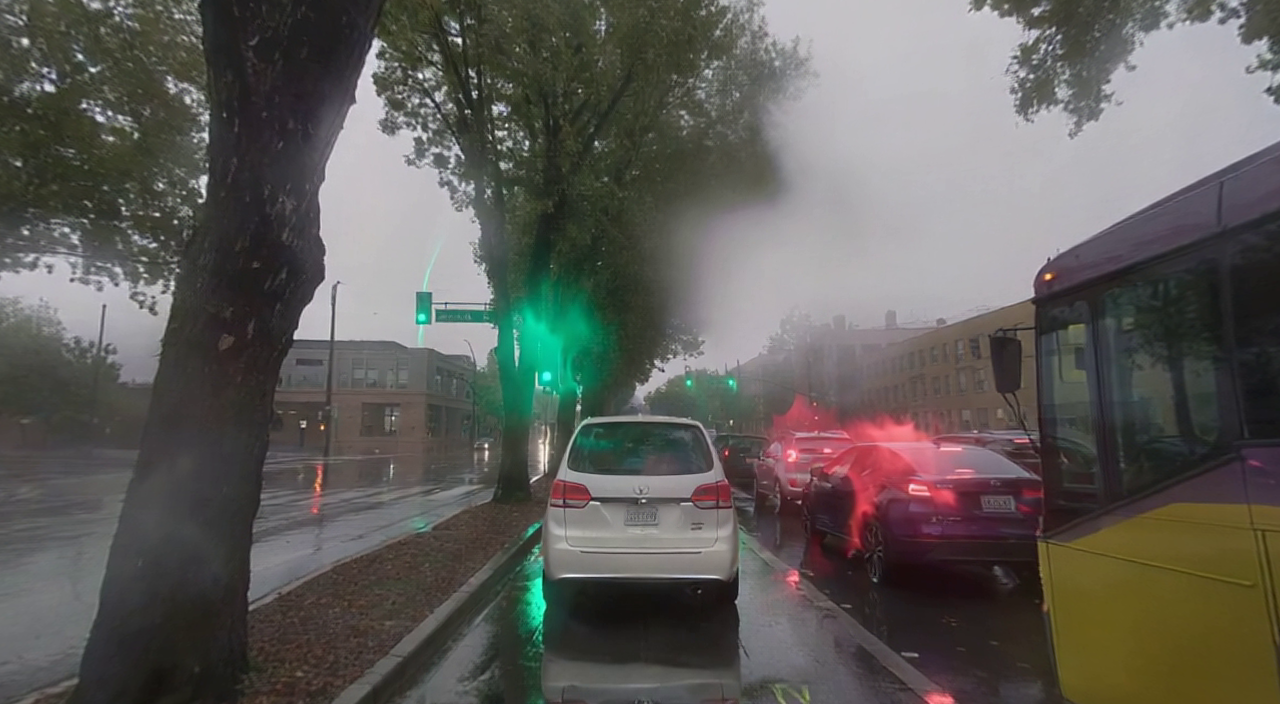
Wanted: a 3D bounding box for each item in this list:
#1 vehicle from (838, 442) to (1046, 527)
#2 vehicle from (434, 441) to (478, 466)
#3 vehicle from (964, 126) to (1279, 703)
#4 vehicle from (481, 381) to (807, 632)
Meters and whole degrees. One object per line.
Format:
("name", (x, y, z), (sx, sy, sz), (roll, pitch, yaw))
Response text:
("vehicle", (5.969, 2.637, 13.221), (1.987, 1.457, 4.675), (0, -8, -1))
("vehicle", (-13.322, 7.373, 45.761), (1.924, 1.720, 4.097), (0, -9, 1))
("vehicle", (2.606, 0.316, 0.422), (2.037, 2.065, 5.037), (0, -8, 0))
("vehicle", (0.004, 1.474, 7.003), (2.381, 1.842, 4.603), (0, -8, -1))
